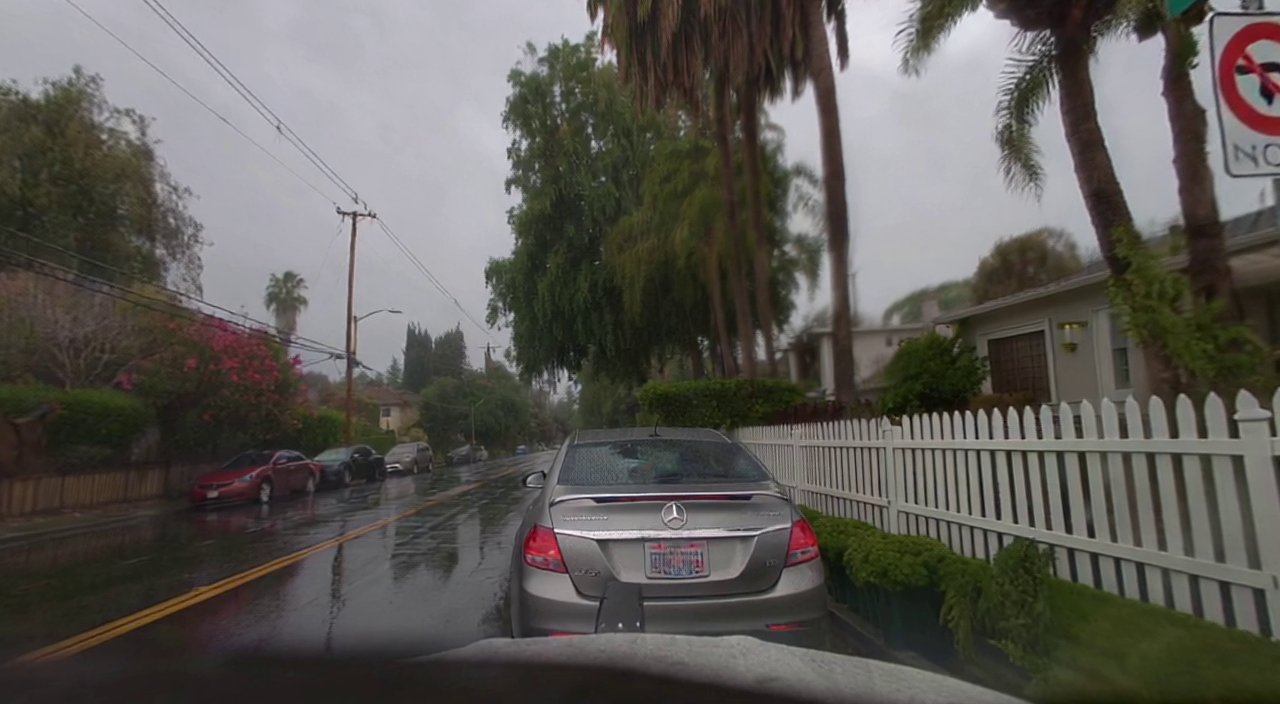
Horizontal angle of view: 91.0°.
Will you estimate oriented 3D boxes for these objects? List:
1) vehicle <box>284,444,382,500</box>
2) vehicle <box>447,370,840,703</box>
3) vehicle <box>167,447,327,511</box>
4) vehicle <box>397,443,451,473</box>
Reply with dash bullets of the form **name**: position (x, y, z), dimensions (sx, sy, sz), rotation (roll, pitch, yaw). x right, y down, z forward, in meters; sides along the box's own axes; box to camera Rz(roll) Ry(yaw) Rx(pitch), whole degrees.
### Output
- **vehicle**: position (-12.155, 4.705, 25.275), dimensions (2.048, 1.485, 4.757), rotation (-4, -4, -8)
- **vehicle**: position (-0.140, 1.218, 4.993), dimensions (1.894, 1.695, 3.795), rotation (1, -8, -6)
- **vehicle**: position (-11.400, 3.654, 18.794), dimensions (2.017, 1.627, 5.039), rotation (1, -8, -7)
- **vehicle**: position (-13.167, 6.466, 38.668), dimensions (2.060, 1.689, 4.999), rotation (1, -8, -7)
